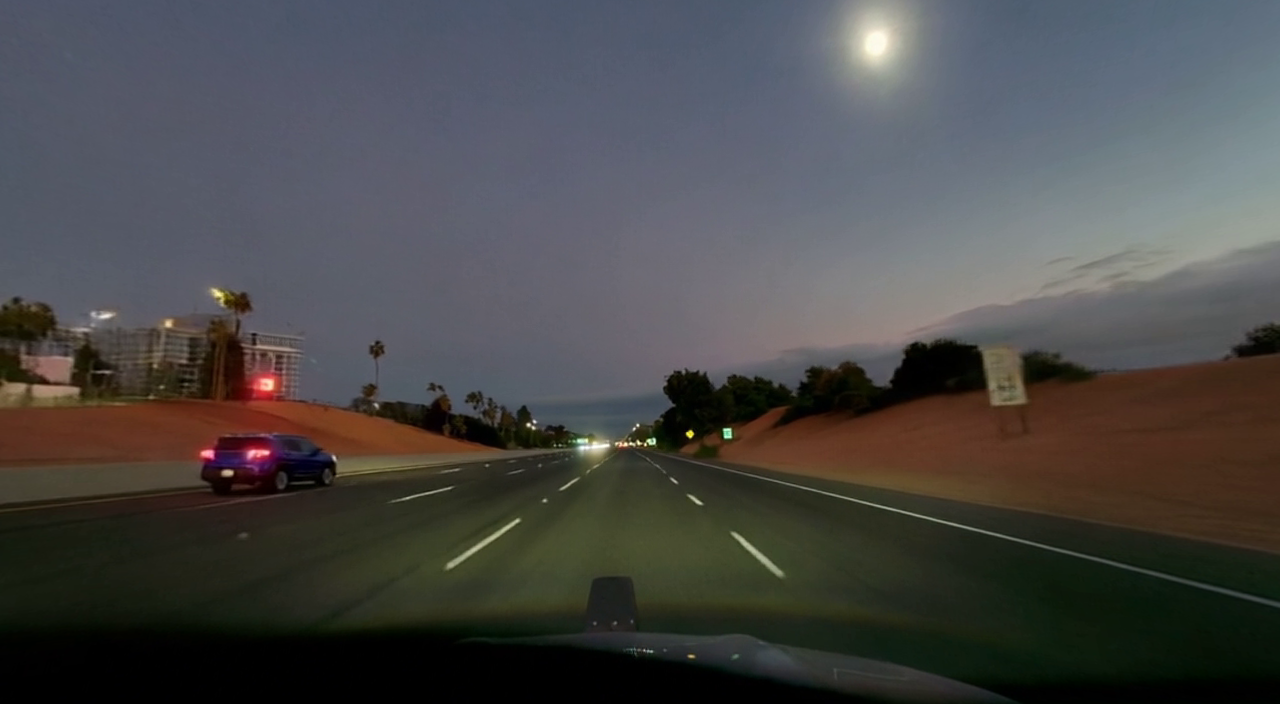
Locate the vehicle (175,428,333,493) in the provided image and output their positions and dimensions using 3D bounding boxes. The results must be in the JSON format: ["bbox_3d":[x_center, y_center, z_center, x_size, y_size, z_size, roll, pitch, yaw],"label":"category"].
[{"bbox_3d":[-11.689,3.316,19.611,2.016,1.754,4.543,0,-8,0],"label":"vehicle"}]
